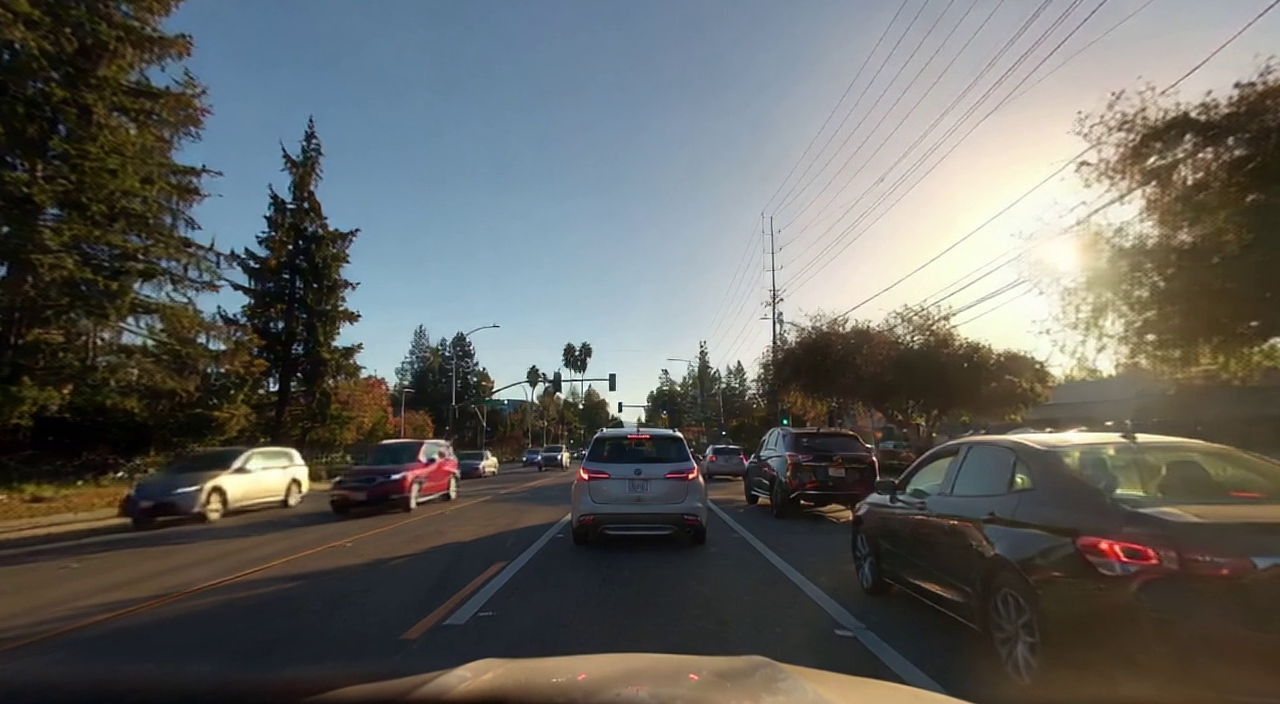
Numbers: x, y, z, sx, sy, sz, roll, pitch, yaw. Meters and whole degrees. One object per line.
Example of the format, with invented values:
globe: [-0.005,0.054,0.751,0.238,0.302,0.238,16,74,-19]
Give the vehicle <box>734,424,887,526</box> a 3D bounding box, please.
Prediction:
vehicle: [3.176,2.371,12.707,1.914,1.698,4.049,0,-8,0]

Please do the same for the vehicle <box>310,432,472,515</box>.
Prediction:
vehicle: [-6.342,3.141,16.877,2.328,1.861,4.891,0,-8,0]

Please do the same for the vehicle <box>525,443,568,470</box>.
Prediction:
vehicle: [-6.377,7.161,43.426,2.218,1.722,4.397,-1,-8,1]

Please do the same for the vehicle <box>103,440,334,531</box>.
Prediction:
vehicle: [-9.944,3.128,15.552,2.230,1.831,4.941,0,-8,1]

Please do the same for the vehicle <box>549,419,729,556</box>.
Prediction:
vehicle: [0.005,1.968,9.864,2.200,1.653,4.127,0,-8,1]

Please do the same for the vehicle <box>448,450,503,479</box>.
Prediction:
vehicle: [-9.188,6.322,35.611,1.854,1.459,4.288,-1,-8,2]

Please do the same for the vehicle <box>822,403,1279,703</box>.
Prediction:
vehicle: [2.873,1.235,4.378,1.950,1.487,4.275,0,-8,0]
